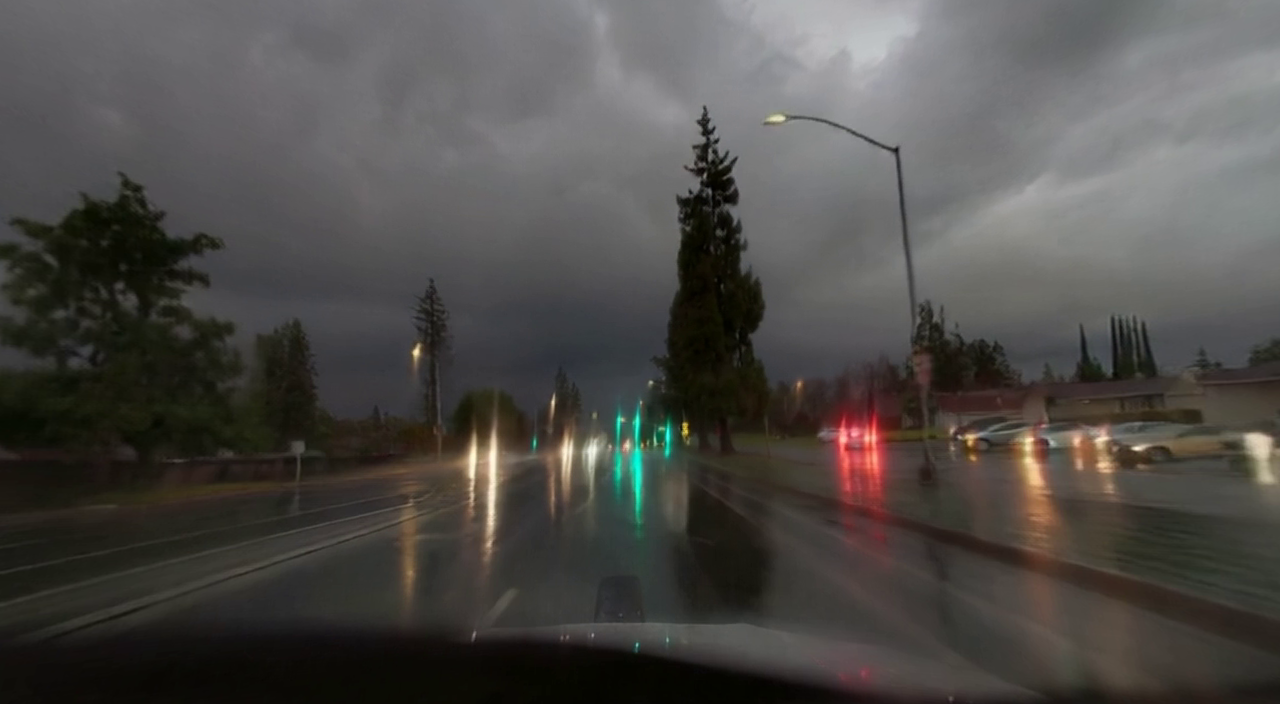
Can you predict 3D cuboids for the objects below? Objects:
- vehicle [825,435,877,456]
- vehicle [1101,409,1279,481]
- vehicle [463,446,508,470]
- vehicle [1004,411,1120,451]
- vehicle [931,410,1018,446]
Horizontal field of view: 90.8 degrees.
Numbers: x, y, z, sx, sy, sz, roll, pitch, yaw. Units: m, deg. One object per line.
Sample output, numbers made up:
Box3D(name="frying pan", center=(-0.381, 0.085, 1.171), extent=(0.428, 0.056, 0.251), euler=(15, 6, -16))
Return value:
Box3D(name="vehicle", center=(15.421, 6.893, 46.501), extent=(1.882, 1.446, 4.741), euler=(0, -8, -4))
Box3D(name="vehicle", center=(15.594, 2.528, 17.288), extent=(2.106, 1.670, 5.008), euler=(0, -8, 0))
Box3D(name="vehicle", center=(-11.139, 7.617, 45.807), extent=(1.999, 1.618, 4.217), euler=(-1, -8, 4))
Box3D(name="vehicle", center=(22.270, 4.213, 33.457), extent=(4.579, 1.710, 2.020), euler=(-4, -8, -2))
Box3D(name="vehicle", center=(22.613, 5.169, 42.823), extent=(4.512, 1.837, 2.059), euler=(-6, -8, -2))
